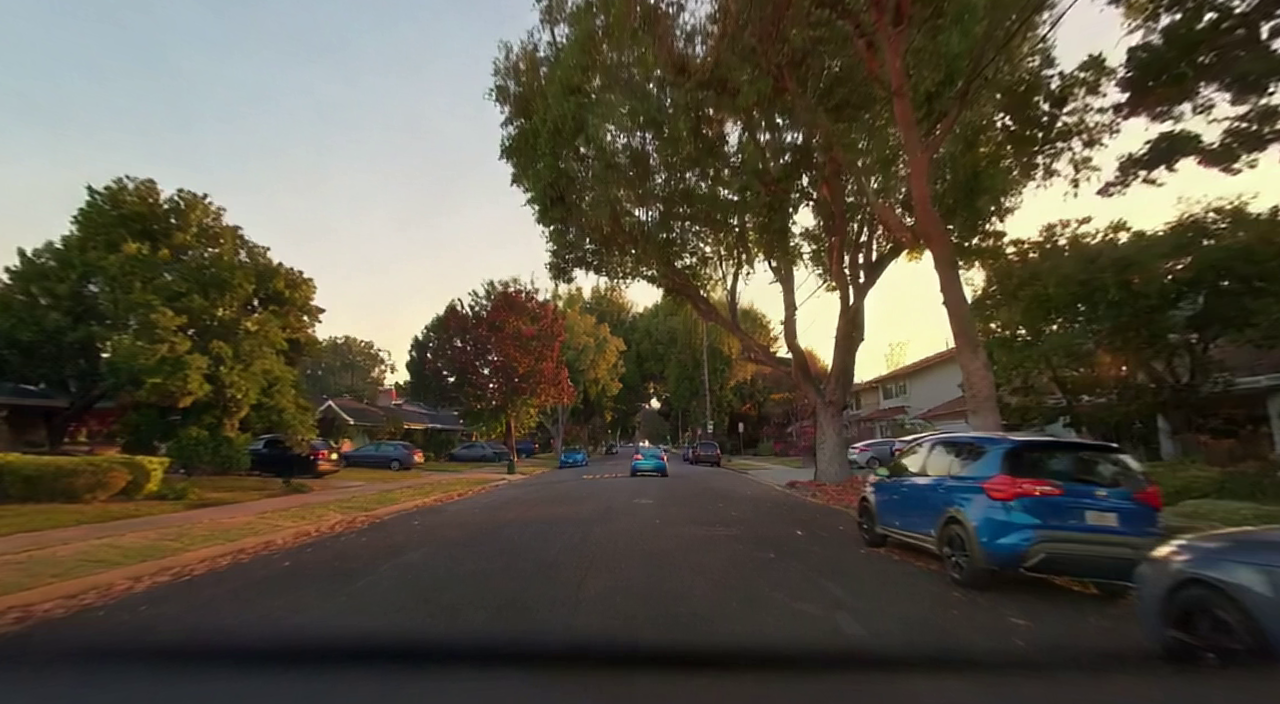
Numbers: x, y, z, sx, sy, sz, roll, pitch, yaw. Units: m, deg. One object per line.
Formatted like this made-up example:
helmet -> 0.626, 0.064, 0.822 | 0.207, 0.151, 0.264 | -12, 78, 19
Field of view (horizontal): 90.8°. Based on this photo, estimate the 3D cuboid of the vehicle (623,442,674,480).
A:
vehicle -> 0.410, 4.538, 26.502 | 2.000, 1.449, 4.006 | 0, -8, 2

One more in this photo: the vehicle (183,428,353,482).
vehicle -> -12.491, 3.469, 21.452 | 4.510, 1.728, 1.997 | -1, -8, 3

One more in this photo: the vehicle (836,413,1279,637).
vehicle -> 4.002, 1.646, 7.148 | 2.048, 1.671, 4.649 | 0, -8, 0

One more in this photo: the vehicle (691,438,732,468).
vehicle -> 4.877, 6.980, 43.916 | 2.221, 1.960, 4.927 | 0, -8, 0

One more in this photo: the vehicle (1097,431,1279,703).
vehicle -> 3.827, 0.927, 1.655 | 1.903, 1.476, 4.461 | 0, -8, 0

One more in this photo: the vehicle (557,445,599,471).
vehicle -> -4.097, 7.047, 42.356 | 1.984, 1.498, 4.508 | -3, -8, 4

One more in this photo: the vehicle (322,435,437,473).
vehicle -> -12.252, 4.794, 29.876 | 4.551, 1.700, 1.920 | -1, -8, 4
